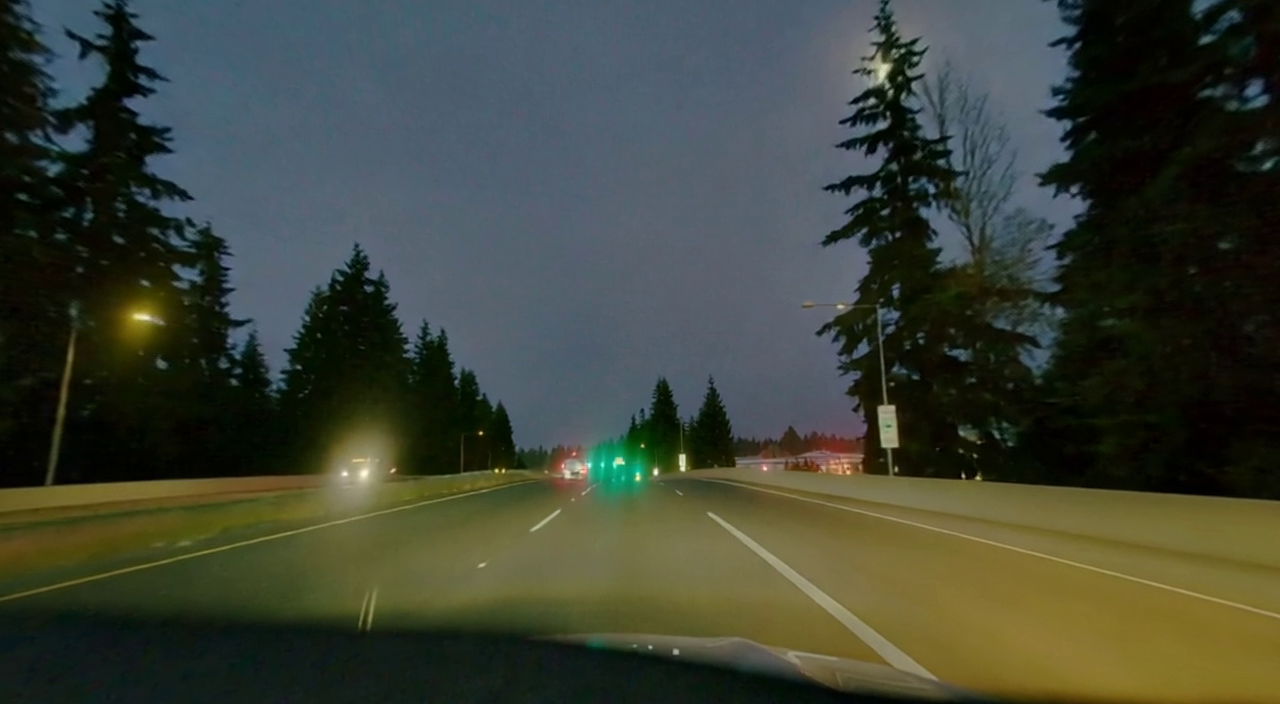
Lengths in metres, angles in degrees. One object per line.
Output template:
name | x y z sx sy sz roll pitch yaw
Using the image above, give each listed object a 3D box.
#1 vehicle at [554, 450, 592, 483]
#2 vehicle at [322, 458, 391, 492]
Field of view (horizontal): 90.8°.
vehicle | -4.850 8.308 46.290 2.323 2.252 4.808 0 -9 -1
vehicle | -16.765 7.275 37.668 2.069 1.776 4.803 0 -9 -3
